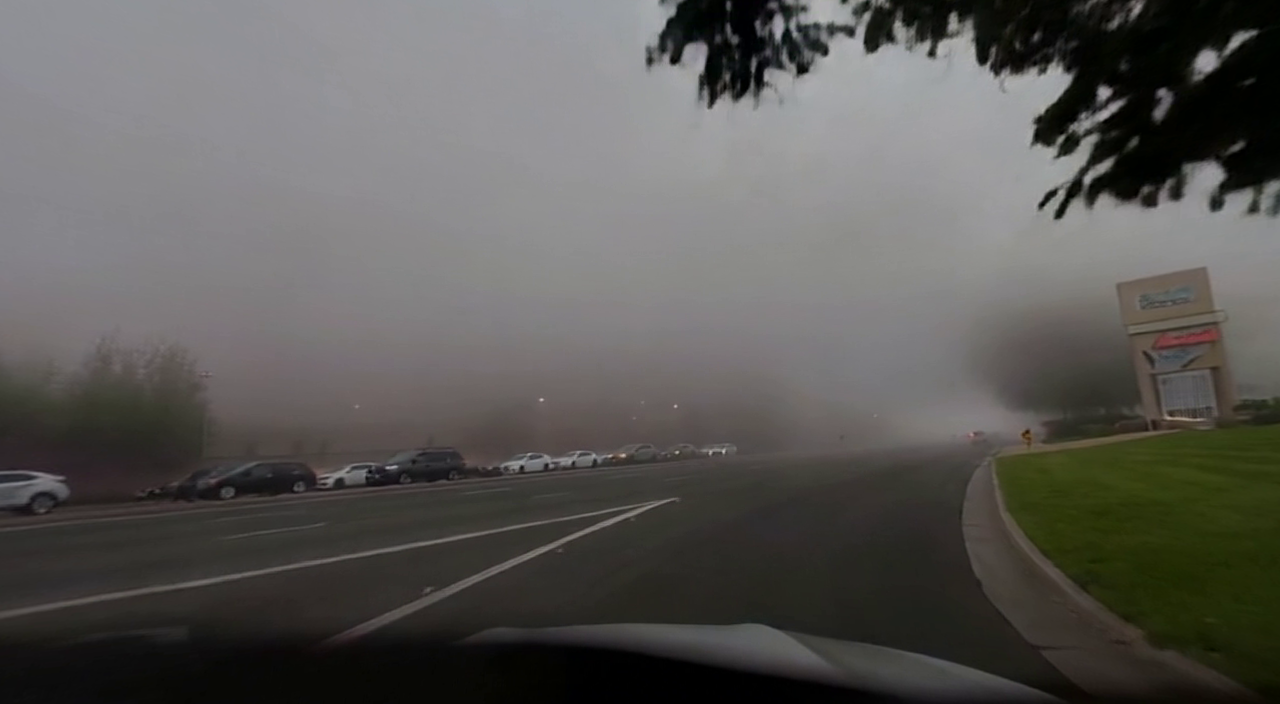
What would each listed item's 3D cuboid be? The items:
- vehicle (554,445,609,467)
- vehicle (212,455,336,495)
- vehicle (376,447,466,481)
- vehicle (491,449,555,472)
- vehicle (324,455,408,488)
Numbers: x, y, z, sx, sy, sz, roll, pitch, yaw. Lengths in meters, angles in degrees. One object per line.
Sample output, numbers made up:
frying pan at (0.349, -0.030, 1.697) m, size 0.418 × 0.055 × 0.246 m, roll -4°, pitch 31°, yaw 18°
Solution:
vehicle at (-4.513, 8.128, 49.147) m, size 1.851 × 1.450 × 4.396 m, roll -13°, pitch -14°, yaw 31°
vehicle at (-17.120, 5.746, 29.732) m, size 1.876 × 1.642 × 4.600 m, roll -6°, pitch -10°, yaw 31°
vehicle at (-12.646, 6.472, 36.731) m, size 1.969 × 1.758 × 4.662 m, roll -6°, pitch -10°, yaw 32°
vehicle at (-7.999, 7.428, 43.435) m, size 1.832 × 1.473 × 4.377 m, roll -6°, pitch -11°, yaw 33°
vehicle at (-17.767, 7.722, 41.085) m, size 2.123 × 1.897 × 4.580 m, roll -6°, pitch -10°, yaw 31°
